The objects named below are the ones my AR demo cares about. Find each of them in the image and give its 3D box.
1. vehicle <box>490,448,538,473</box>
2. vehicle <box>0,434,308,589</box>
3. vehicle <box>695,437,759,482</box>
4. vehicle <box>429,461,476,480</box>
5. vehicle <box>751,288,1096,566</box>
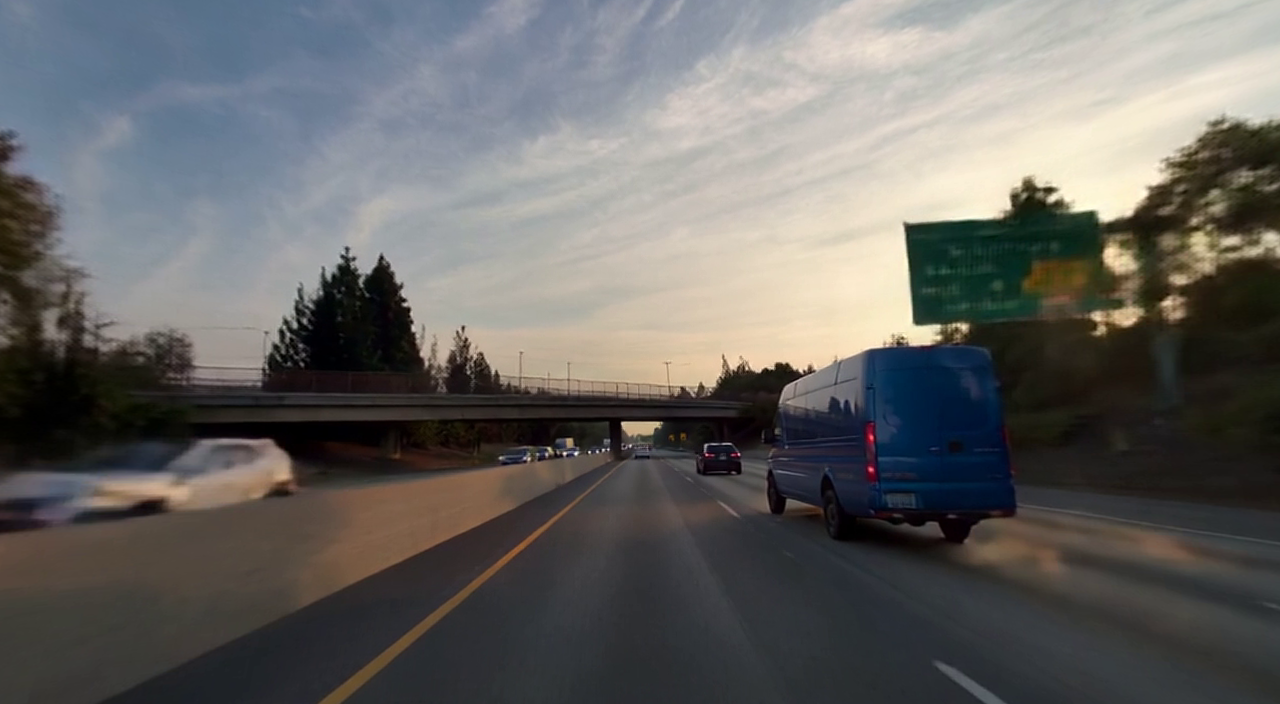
[{"bbox_3d":[-7.641,6.601,38.623,1.947,1.385,4.291,0,-9,1],"label":"vehicle"},{"bbox_3d":[-8.013,2.351,10.428,1.909,1.821,5.661,0,-9,0],"label":"vehicle"},{"bbox_3d":[3.565,4.507,26.583,2.009,1.731,4.149,0,-9,-1],"label":"vehicle"},{"bbox_3d":[-11.442,7.239,38.845,1.563,1.002,4.410,0,-9,0],"label":"vehicle"},{"bbox_3d":[3.776,1.334,10.616,2.460,3.155,6.902,0,-9,-1],"label":"vehicle"}]
